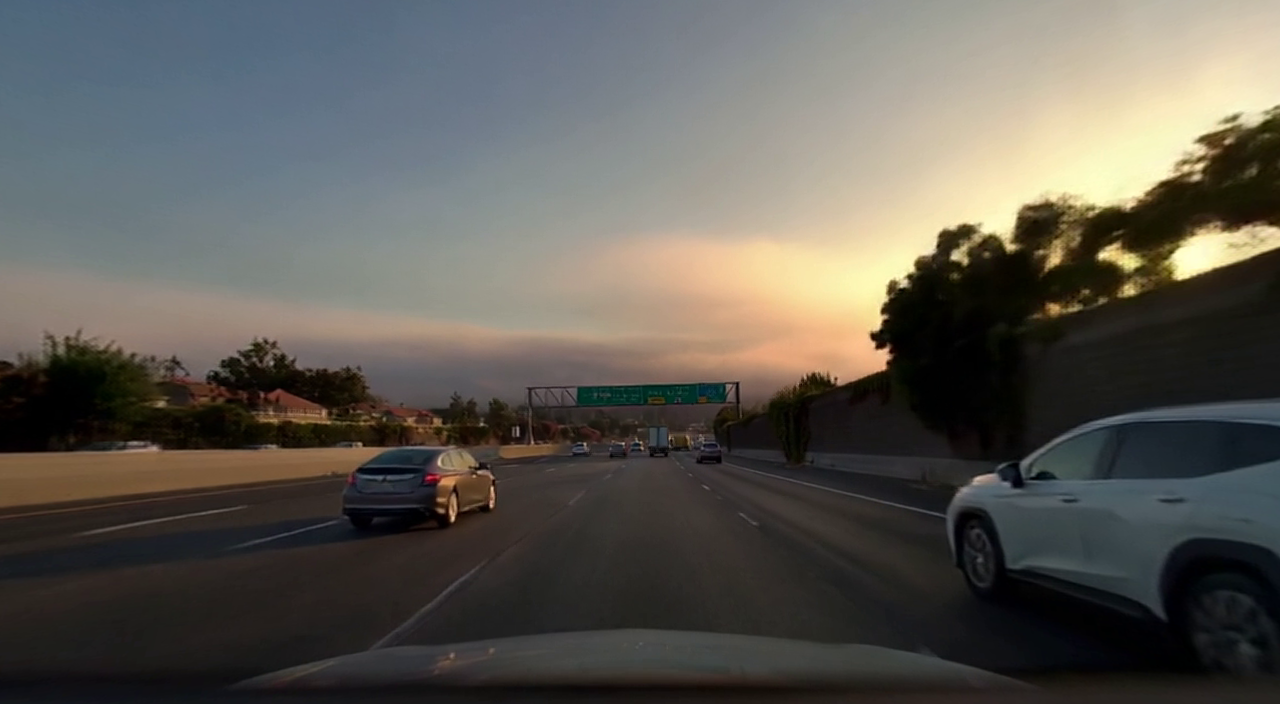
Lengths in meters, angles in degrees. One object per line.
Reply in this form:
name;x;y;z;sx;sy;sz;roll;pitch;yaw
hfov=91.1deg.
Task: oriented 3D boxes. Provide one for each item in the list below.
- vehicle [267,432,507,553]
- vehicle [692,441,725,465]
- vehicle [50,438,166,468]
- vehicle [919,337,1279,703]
vehicle;-3.596;2.060;9.912;1.947;1.479;4.114;0;-8;2
vehicle;5.000;7.454;46.362;2.046;1.655;4.143;0;-9;2
vehicle;-31.627;6.025;37.626;1.889;1.619;5.621;-1;-9;2
vehicle;3.649;0.937;3.434;2.108;1.709;4.703;0;-8;1
